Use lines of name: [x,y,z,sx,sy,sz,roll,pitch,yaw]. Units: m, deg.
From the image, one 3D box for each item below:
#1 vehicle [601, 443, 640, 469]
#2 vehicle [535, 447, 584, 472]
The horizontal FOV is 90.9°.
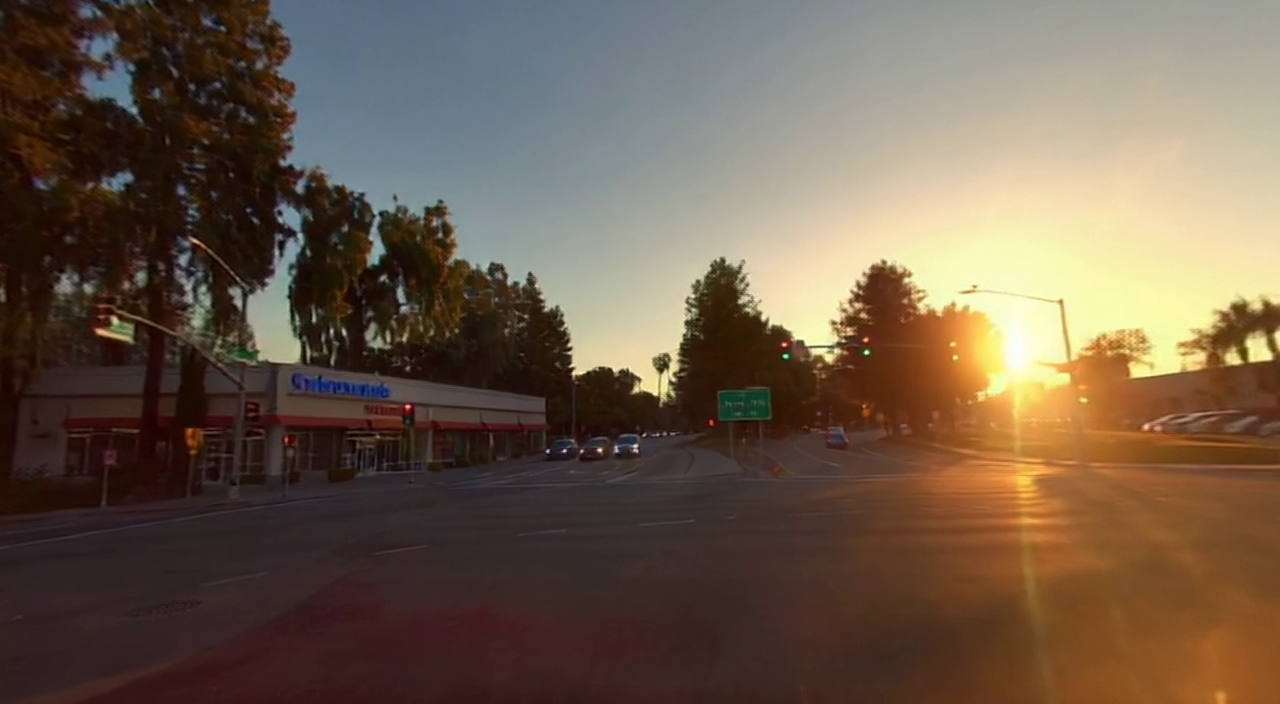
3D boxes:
vehicle: [-1.211,6.661,40.556,1.920,1.546,4.086,-1,-9,7]
vehicle: [-5.037,6.800,40.003,2.111,1.499,4.371,-1,-9,6]
